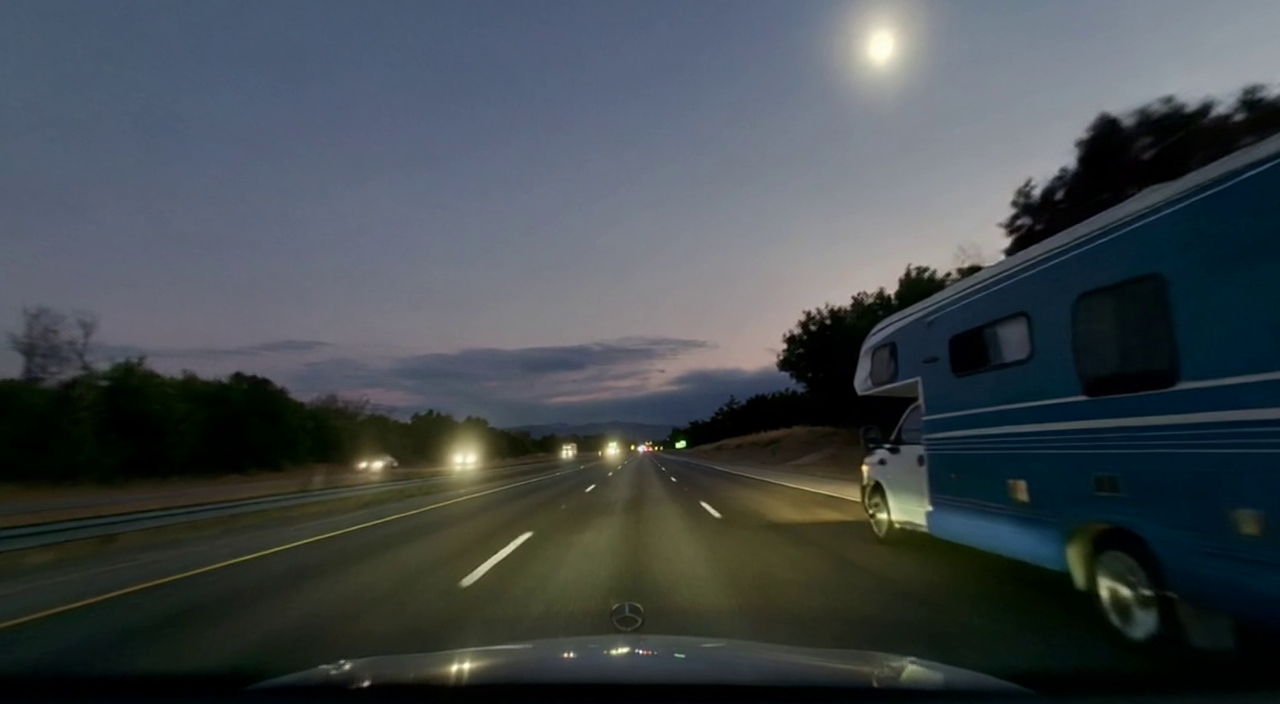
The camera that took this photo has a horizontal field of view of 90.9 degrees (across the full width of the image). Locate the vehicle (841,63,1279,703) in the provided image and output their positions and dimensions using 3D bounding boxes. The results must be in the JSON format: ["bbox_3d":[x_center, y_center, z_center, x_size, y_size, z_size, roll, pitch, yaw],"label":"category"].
[{"bbox_3d":[3.745,0.559,4.308,2.556,2.763,6.287,0,-9,-1],"label":"vehicle"}]
